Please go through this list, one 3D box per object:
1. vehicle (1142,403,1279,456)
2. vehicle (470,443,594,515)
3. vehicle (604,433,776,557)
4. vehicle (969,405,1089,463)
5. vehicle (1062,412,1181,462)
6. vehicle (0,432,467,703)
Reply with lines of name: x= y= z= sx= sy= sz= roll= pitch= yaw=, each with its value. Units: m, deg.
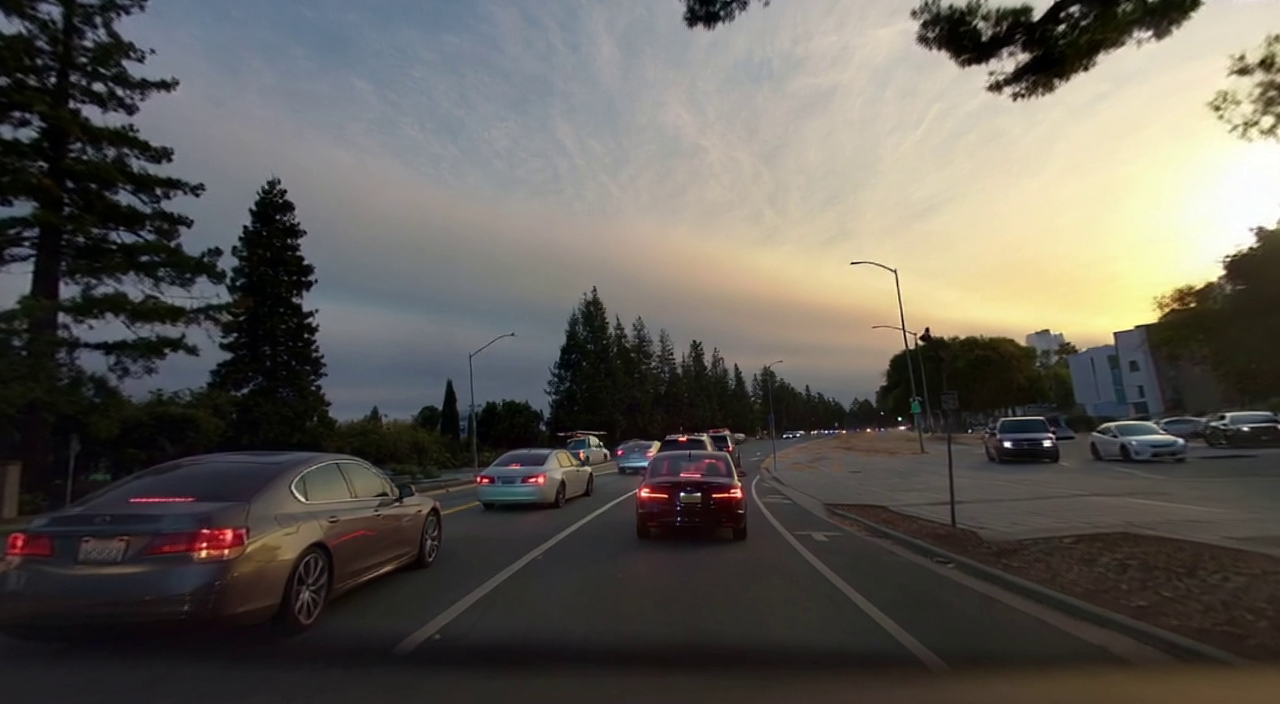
vehicle: x=20.283 y=2.800 z=22.546 sx=1.902 sy=1.529 sz=3.937 roll=-7 pitch=-9 yaw=13
vehicle: x=-2.456 y=3.013 z=15.494 sx=1.870 sy=1.490 sz=4.187 roll=-1 pitch=-9 yaw=7
vehicle: x=0.777 y=2.105 z=10.012 sx=2.142 sy=1.528 sz=4.133 roll=-1 pitch=-9 yaw=5
vehicle: x=14.296 y=3.120 z=23.541 sx=2.288 sy=1.933 sz=4.612 roll=-2 pitch=-9 yaw=12
vehicle: x=17.491 y=3.129 z=23.126 sx=1.803 sy=1.518 sz=3.893 roll=-7 pitch=-9 yaw=12
vehicle: x=-3.248 y=1.542 z=5.724 sx=1.940 sy=1.502 sz=4.241 roll=-1 pitch=-9 yaw=3
